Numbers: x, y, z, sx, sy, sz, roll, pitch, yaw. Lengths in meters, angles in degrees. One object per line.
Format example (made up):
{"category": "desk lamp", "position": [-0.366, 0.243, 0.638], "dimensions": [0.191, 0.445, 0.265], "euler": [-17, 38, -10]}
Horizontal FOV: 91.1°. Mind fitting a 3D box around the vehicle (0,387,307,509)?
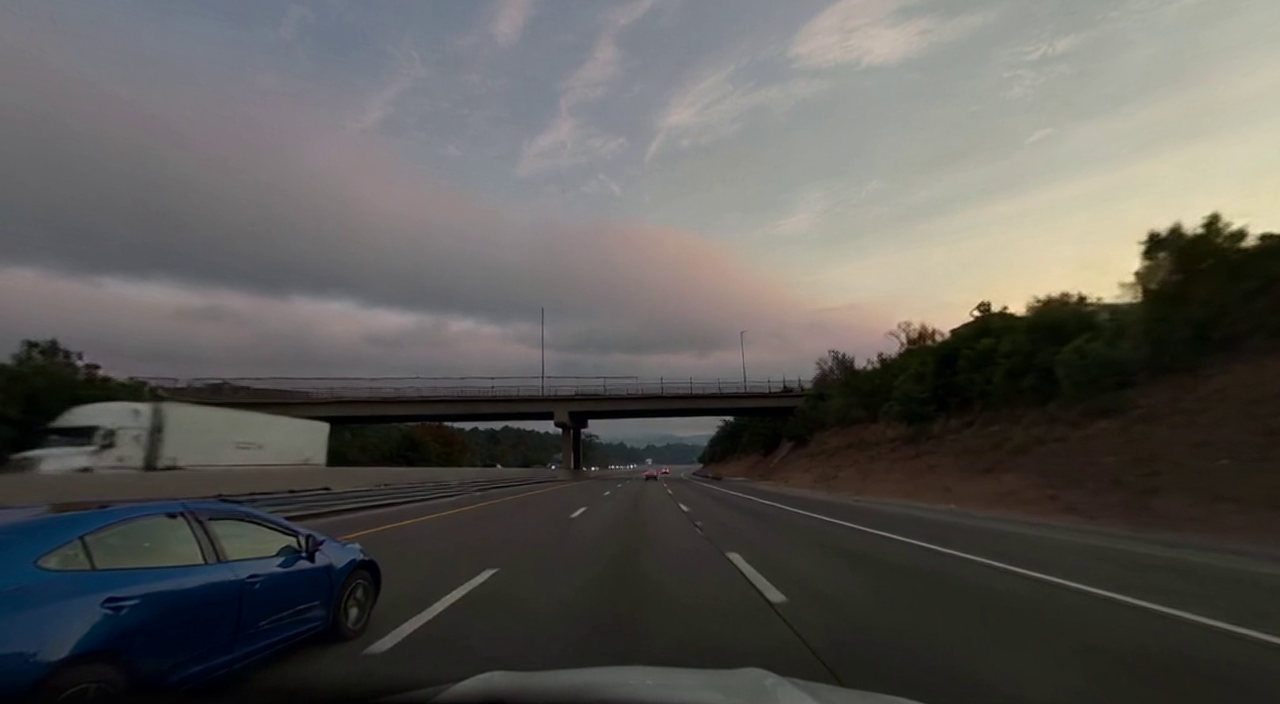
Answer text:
{"category": "vehicle", "position": [-19.702, 4.397, 27.548], "dimensions": [2.814, 4.002, 13.544], "euler": [1, -11, 0]}
